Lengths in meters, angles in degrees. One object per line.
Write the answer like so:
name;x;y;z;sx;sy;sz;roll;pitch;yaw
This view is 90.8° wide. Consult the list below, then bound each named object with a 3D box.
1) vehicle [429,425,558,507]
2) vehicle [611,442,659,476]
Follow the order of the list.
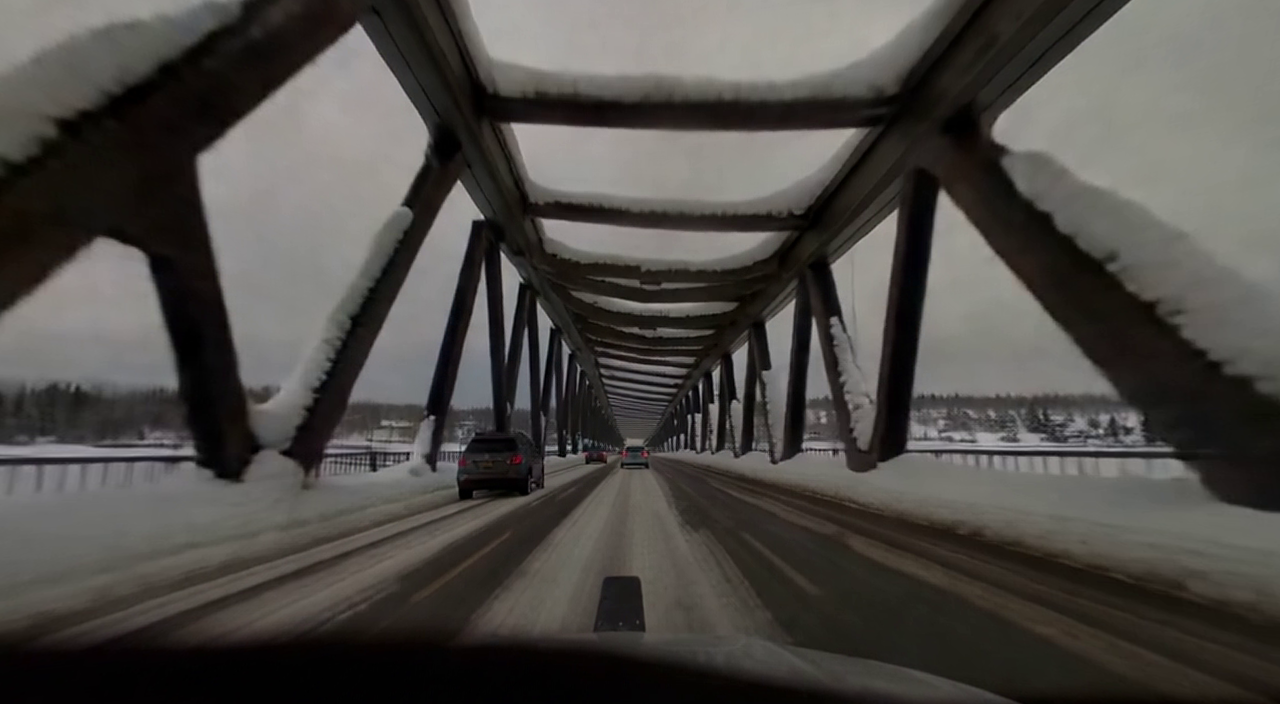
vehicle;-3.585;2.899;16.542;2.190;1.807;4.741;0;-9;1
vehicle;-0.214;4.864;28.939;2.048;1.450;3.973;0;-9;-1
